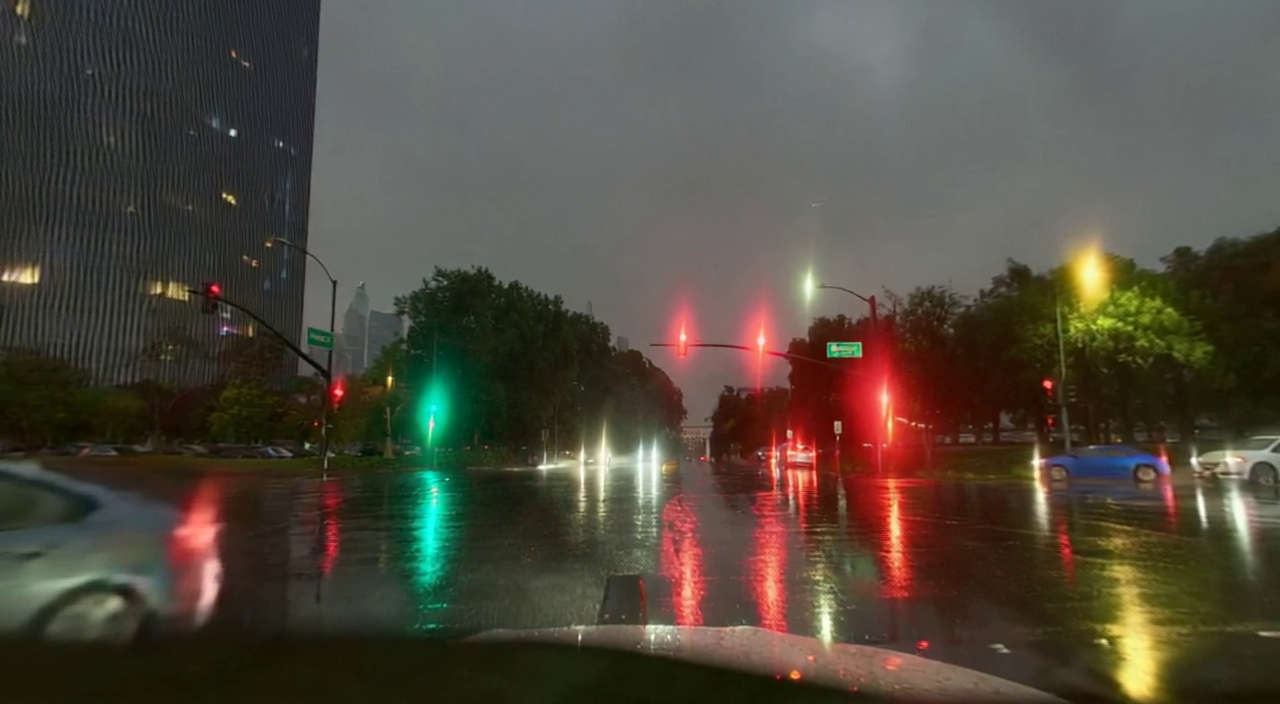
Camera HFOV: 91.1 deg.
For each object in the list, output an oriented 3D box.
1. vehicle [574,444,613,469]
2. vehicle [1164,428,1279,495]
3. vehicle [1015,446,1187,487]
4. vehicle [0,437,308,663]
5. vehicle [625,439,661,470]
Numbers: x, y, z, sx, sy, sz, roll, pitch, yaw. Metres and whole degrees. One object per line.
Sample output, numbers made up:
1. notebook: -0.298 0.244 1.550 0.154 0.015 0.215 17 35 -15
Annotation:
1. vehicle: -2.950 6.781 40.870 2.068 1.486 4.664 0 -9 2
2. vehicle: 20.607 3.412 19.832 5.832 1.949 2.444 0 -9 0
3. vehicle: 17.619 4.379 24.218 4.896 1.503 1.971 -1 -9 6
4. vehicle: -5.201 1.380 4.568 1.924 1.491 4.802 -3 -9 20
5. vehicle: 0.219 6.201 38.185 2.018 1.699 4.751 0 -9 1
